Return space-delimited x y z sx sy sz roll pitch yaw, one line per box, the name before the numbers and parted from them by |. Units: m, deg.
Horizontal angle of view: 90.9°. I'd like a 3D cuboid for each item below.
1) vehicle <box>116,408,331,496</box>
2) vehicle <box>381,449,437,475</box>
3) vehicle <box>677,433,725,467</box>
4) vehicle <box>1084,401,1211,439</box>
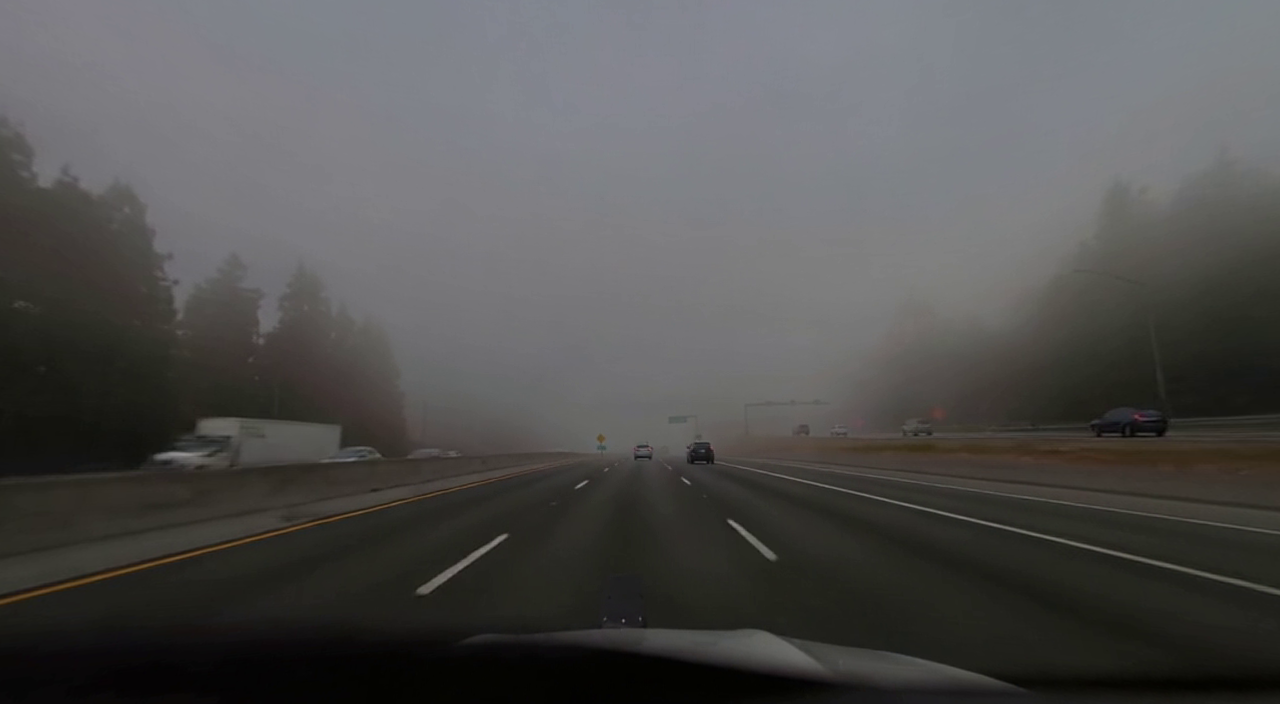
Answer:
vehicle | -18.842 4.690 29.935 2.974 3.380 10.472 -1 -9 1
vehicle | -14.520 6.925 39.845 1.844 1.496 4.305 -1 -8 1
vehicle | 3.958 6.476 41.743 2.505 2.020 5.532 0 -8 -1
vehicle | 21.472 2.974 26.973 1.872 1.459 4.502 -1 -8 3
